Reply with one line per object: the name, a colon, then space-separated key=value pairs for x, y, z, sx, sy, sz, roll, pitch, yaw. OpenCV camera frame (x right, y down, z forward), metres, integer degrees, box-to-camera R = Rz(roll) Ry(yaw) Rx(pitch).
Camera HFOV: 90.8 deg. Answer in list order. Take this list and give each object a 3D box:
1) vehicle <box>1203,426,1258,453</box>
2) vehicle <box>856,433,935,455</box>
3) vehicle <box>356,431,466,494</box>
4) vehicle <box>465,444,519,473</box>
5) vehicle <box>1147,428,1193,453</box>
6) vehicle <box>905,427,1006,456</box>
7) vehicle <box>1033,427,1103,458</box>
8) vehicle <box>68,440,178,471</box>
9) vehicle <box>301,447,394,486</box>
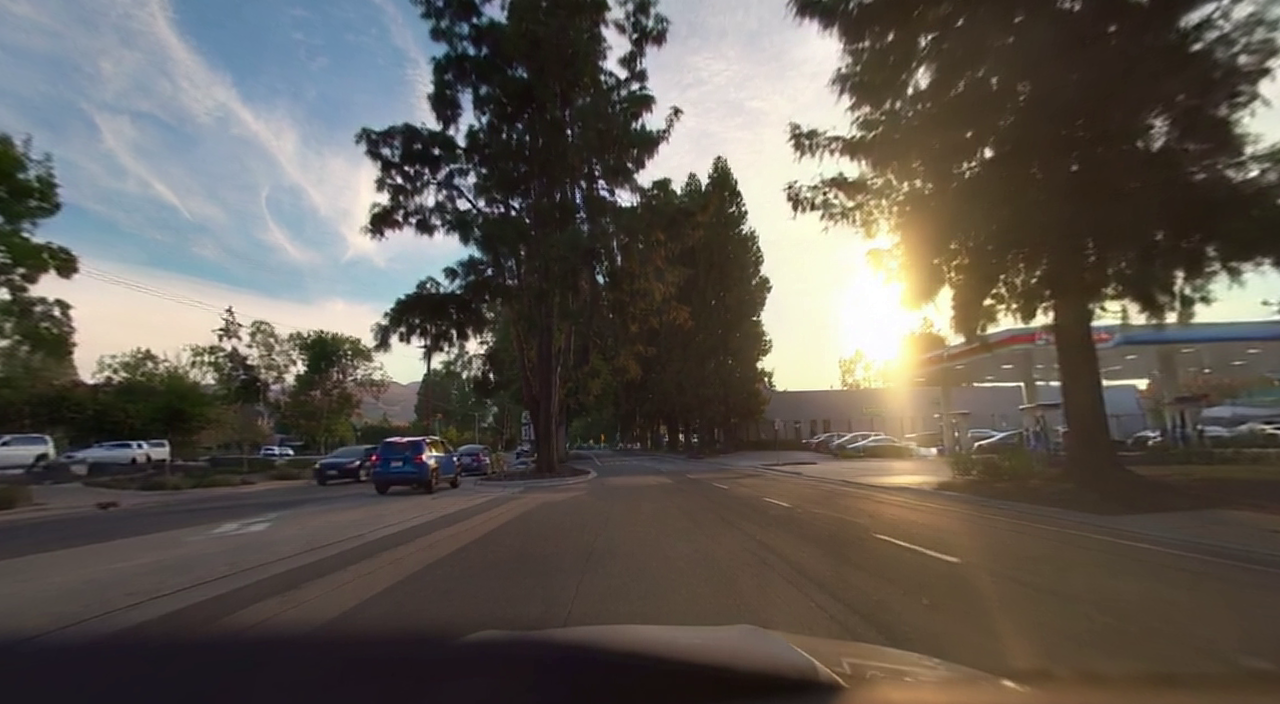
vehicle: x=34.525 y=5.126 z=37.029 sx=1.969 sy=1.482 sz=4.815 roll=-7 pitch=-11 yaw=39
vehicle: x=18.467 y=6.653 z=45.714 sx=4.800 sy=1.459 sz=2.051 roll=0 pitch=-9 yaw=-6
vehicle: x=-7.070 y=3.444 z=20.075 sx=1.987 sy=1.747 sz=4.545 roll=0 pitch=-8 yaw=-3
vehicle: x=-7.991 y=5.754 z=34.433 sx=1.982 sy=1.465 sz=4.376 roll=0 pitch=-8 yaw=-2
vehicle: x=32.498 y=5.441 z=38.819 sx=1.894 sy=1.434 sz=4.308 roll=-7 pitch=-11 yaw=37
vehicle: x=18.884 y=5.373 z=37.943 sx=4.868 sy=1.610 sz=2.223 roll=0 pitch=-8 yaw=-2
vehicle: x=21.372 y=4.502 z=31.471 sx=1.916 sy=1.434 sz=4.557 roll=-9 pitch=-12 yaw=44
vehicle: x=-28.998 y=5.807 z=35.654 sx=4.390 sy=1.665 sz=1.934 roll=4 pitch=-10 yaw=-27
vehicle: x=-12.233 y=4.766 z=26.789 sx=1.950 sy=1.471 sz=4.557 roll=0 pitch=-8 yaw=-3
